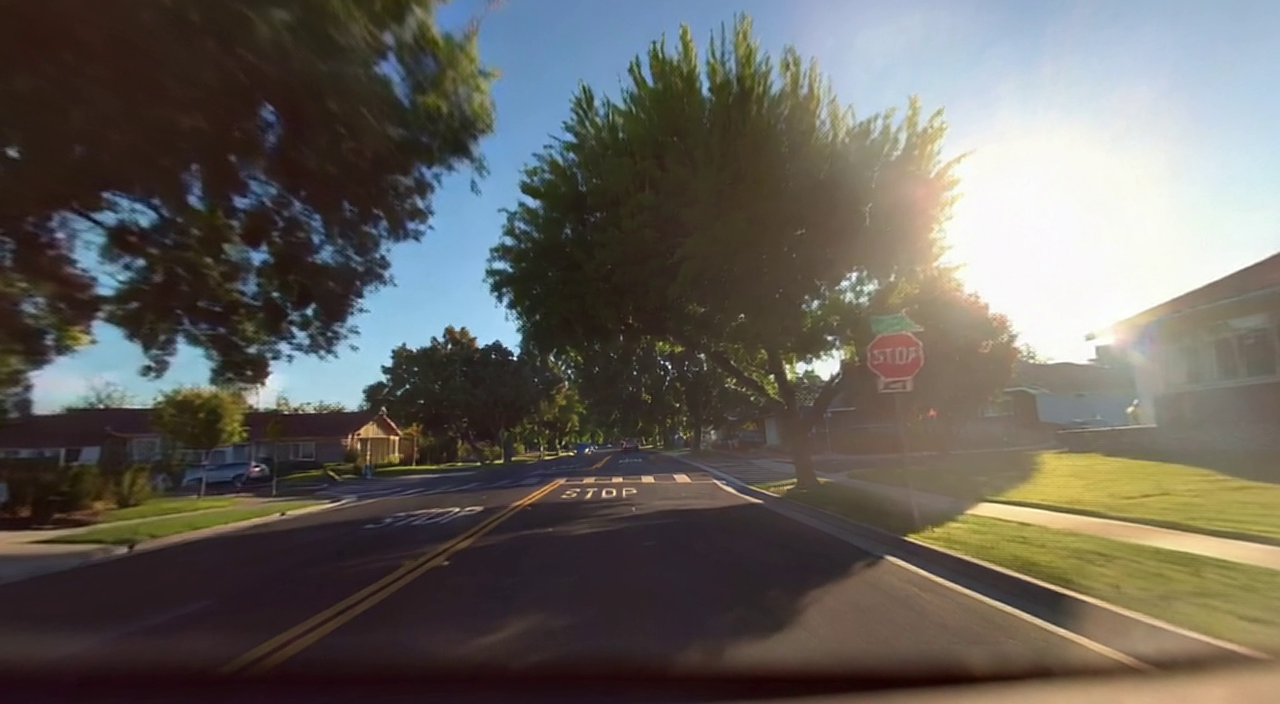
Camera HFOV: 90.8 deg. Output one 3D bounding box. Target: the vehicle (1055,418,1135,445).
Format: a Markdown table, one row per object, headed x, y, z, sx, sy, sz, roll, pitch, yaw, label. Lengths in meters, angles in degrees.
| x | y | z | sx | sy | sz | roll | pitch | yaw | label |
| --- | --- | --- | --- | --- | --- | --- | --- | --- | --- |
| 29.207 | 5.155 | 40.753 | 1.846 | 1.452 | 4.499 | -1 | -11 | 1 | vehicle |

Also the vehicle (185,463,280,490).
| x | y | z | sx | sy | sz | roll | pitch | yaw | label |
| --- | --- | --- | --- | --- | --- | --- | --- | --- | --- |
| -24.329 | 7.432 | 37.832 | 4.380 | 1.462 | 1.864 | 0 | -9 | -1 | vehicle |
